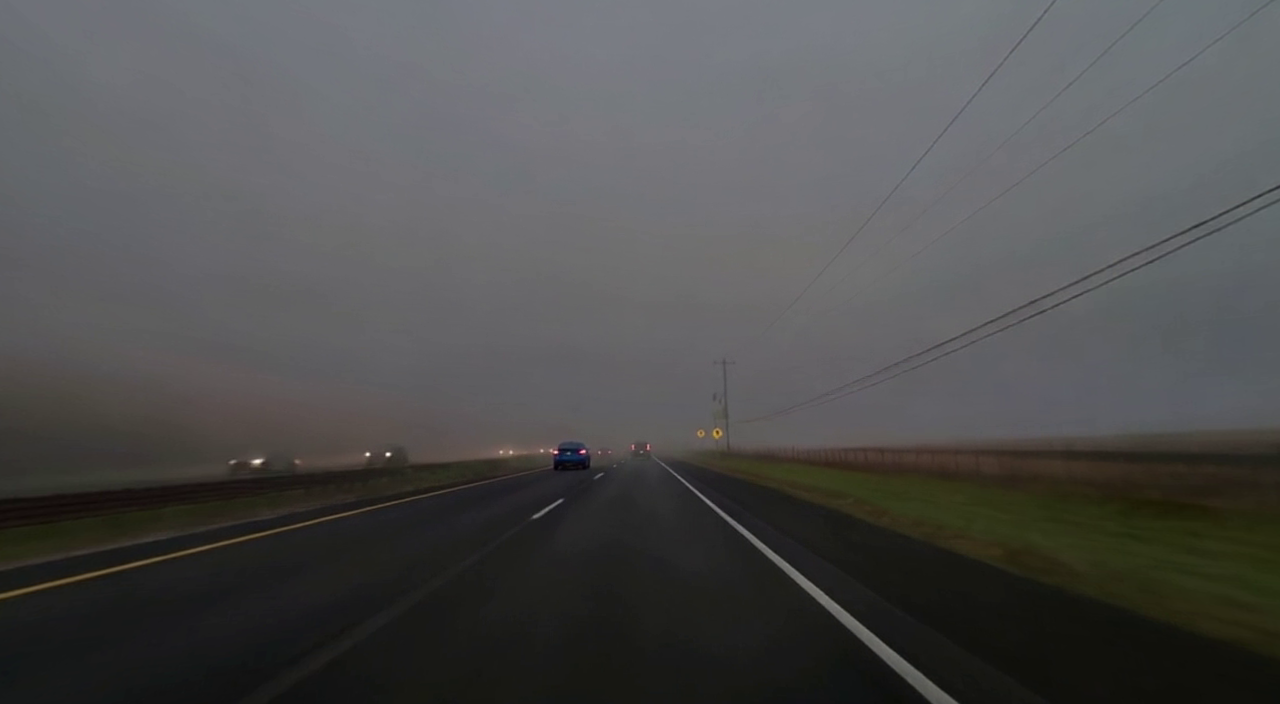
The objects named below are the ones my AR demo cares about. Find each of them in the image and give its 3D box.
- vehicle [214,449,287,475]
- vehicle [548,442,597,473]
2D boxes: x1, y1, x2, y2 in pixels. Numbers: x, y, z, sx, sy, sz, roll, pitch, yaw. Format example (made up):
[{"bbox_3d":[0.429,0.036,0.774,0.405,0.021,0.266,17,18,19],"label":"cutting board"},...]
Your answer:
[{"bbox_3d":[-24.916,7.024,40.486,1.858,1.529,4.350,0,-9,1],"label":"vehicle"},{"bbox_3d":[-3.586,5.740,34.464,2.120,1.597,4.810,0,-9,1],"label":"vehicle"}]
